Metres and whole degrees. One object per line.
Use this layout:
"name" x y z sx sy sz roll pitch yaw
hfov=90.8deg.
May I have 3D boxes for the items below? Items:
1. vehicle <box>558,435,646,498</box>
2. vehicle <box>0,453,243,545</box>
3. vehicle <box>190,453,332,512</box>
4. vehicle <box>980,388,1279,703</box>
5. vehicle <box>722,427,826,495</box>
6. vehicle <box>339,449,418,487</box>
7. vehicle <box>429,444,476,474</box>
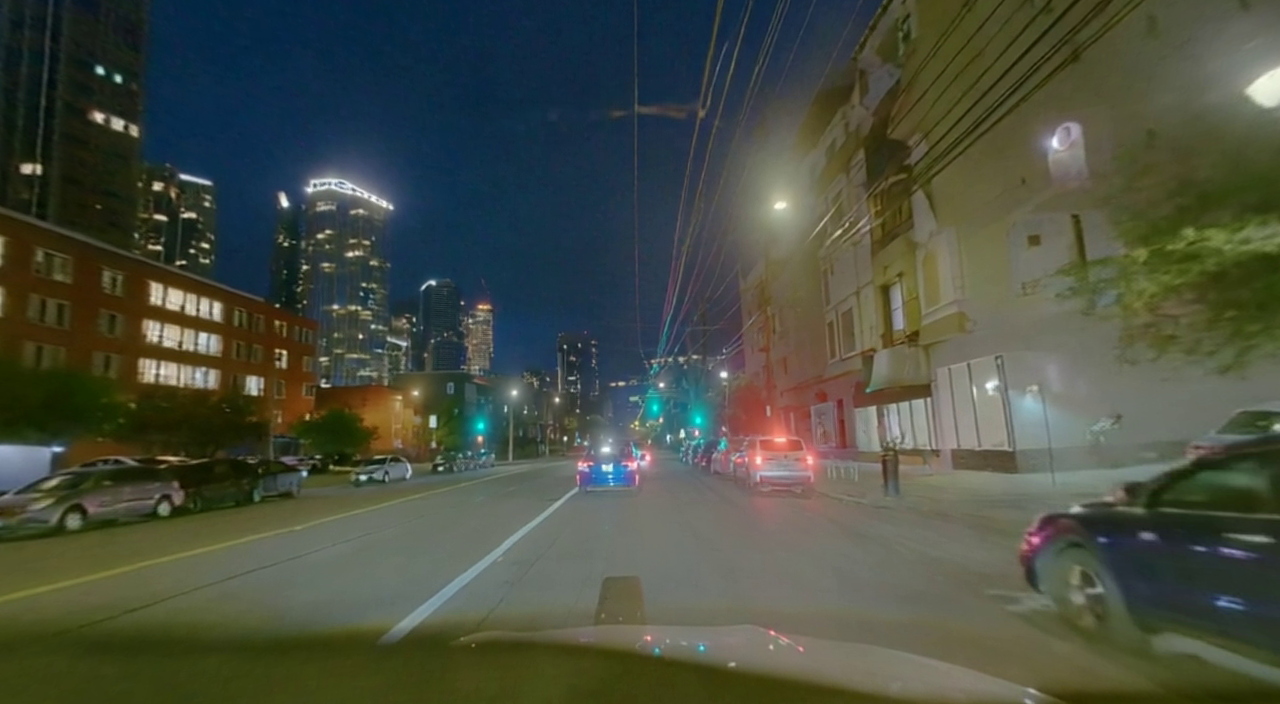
"vehicle" -0.891 2.991 17.002 2.019 1.453 4.603 0 -8 0
"vehicle" -12.013 3.252 14.680 2.242 1.534 5.414 -4 -8 -2
"vehicle" -12.050 4.116 20.516 1.850 1.487 4.711 -4 -8 -2
"vehicle" 4.077 1.006 3.162 1.938 1.570 4.872 2 -8 -2
"vehicle" 3.672 3.082 18.214 1.967 1.721 4.410 0 -8 -1
"vehicle" -12.099 5.367 29.545 1.868 1.491 4.367 -4 -8 0
"vehicle" -12.222 6.978 41.456 2.011 1.687 4.079 -3 -8 -2
